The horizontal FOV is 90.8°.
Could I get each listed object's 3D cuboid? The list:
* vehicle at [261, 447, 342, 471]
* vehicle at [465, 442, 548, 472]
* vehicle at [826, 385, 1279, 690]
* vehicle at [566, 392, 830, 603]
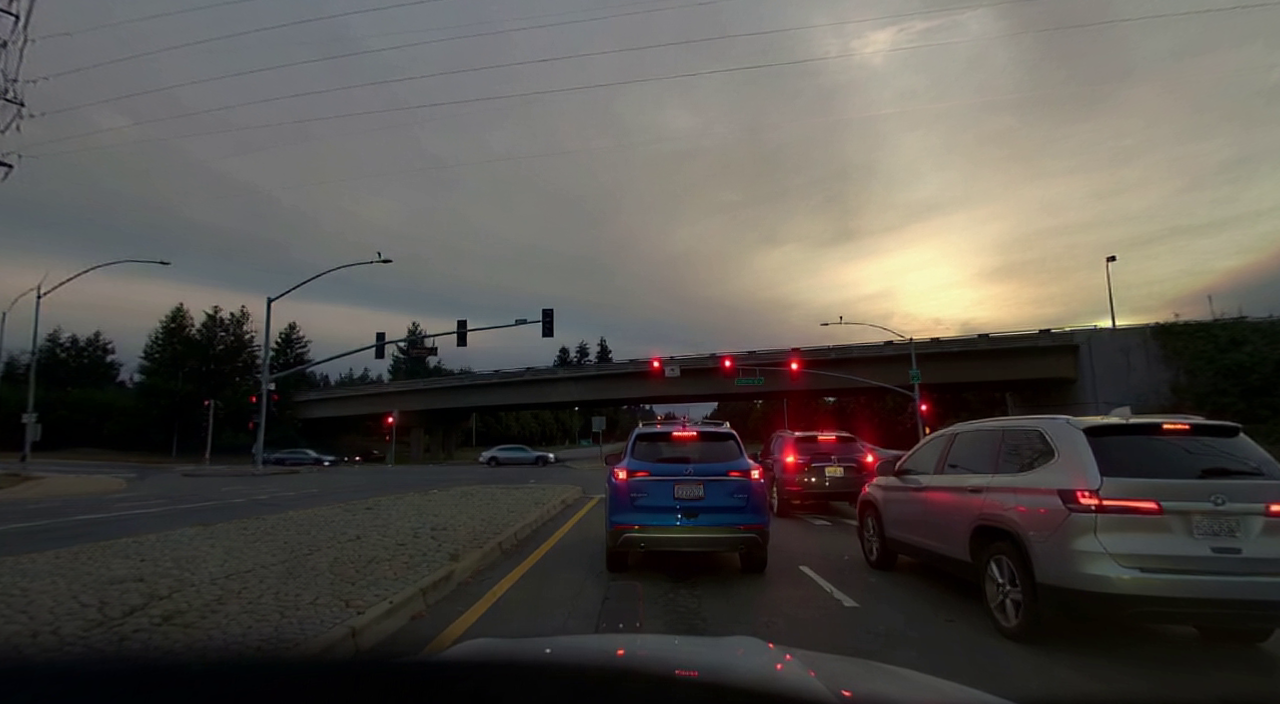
[{"bbox_3d":[-21.859,6.860,40.821,4.411,1.466,1.998,-3,-9,16],"label":"vehicle"},{"bbox_3d":[-8.097,6.425,38.741,4.673,1.740,2.174,0,-8,-3],"label":"vehicle"},{"bbox_3d":[3.405,1.348,5.812,1.990,1.649,4.625,0,-8,0],"label":"vehicle"},{"bbox_3d":[0.439,1.556,7.617,2.240,1.778,4.335,0,-8,-2],"label":"vehicle"}]
